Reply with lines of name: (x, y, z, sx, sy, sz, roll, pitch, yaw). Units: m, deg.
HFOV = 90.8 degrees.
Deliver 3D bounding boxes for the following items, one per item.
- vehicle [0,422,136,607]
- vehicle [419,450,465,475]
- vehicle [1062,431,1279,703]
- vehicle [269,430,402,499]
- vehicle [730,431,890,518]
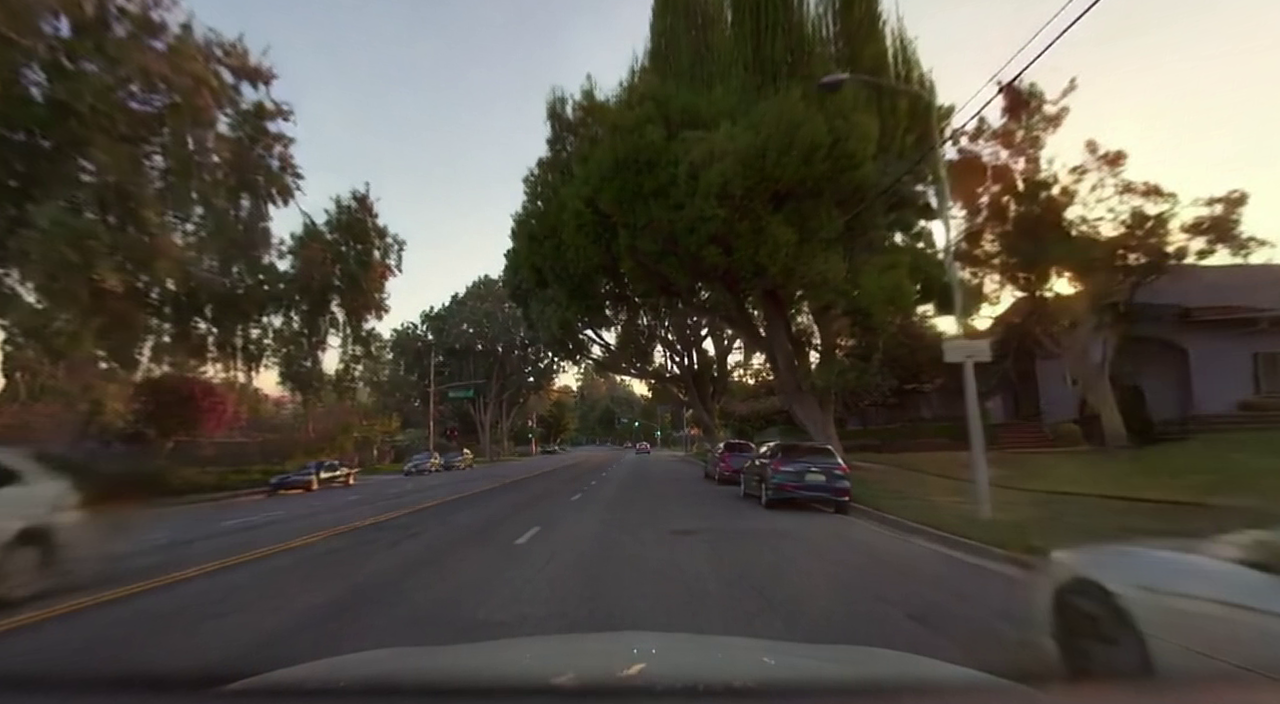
vehicle: (-7.101, 1.352, 4.736, 2.120, 1.726, 5.445, 0, -9, 0)
vehicle: (-13.968, 7.780, 44.819, 1.876, 1.495, 4.647, -4, -9, -2)
vehicle: (3.483, 0.828, 0.974, 2.158, 1.477, 5.135, 0, -9, 1)
vehicle: (-10.049, 3.733, 21.363, 2.202, 2.036, 4.710, 0, -9, -1)
vehicle: (3.474, 2.635, 14.164, 2.034, 1.551, 5.272, 0, -9, -1)
